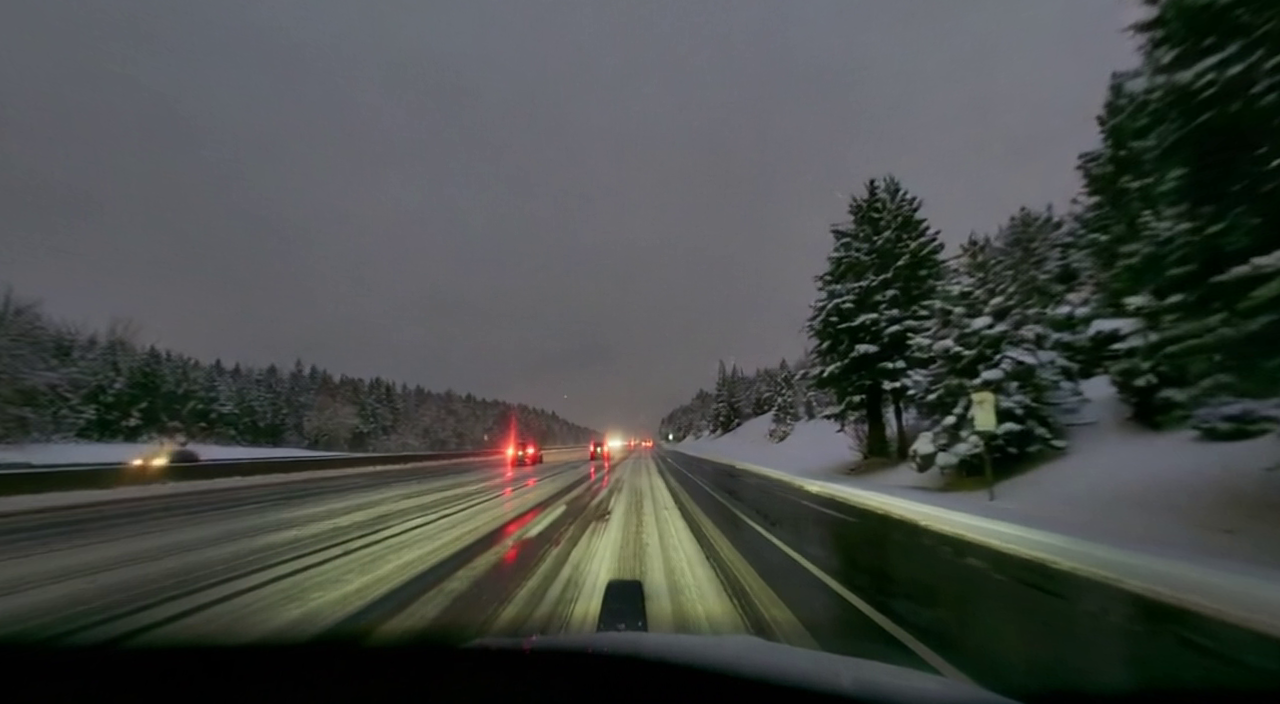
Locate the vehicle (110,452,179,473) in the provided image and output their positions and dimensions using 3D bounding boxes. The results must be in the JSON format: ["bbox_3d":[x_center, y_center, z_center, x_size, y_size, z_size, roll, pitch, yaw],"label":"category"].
[{"bbox_3d":[-36.583,8.144,46.683,1.736,1.463,4.104,-1,-8,1],"label":"vehicle"}]
